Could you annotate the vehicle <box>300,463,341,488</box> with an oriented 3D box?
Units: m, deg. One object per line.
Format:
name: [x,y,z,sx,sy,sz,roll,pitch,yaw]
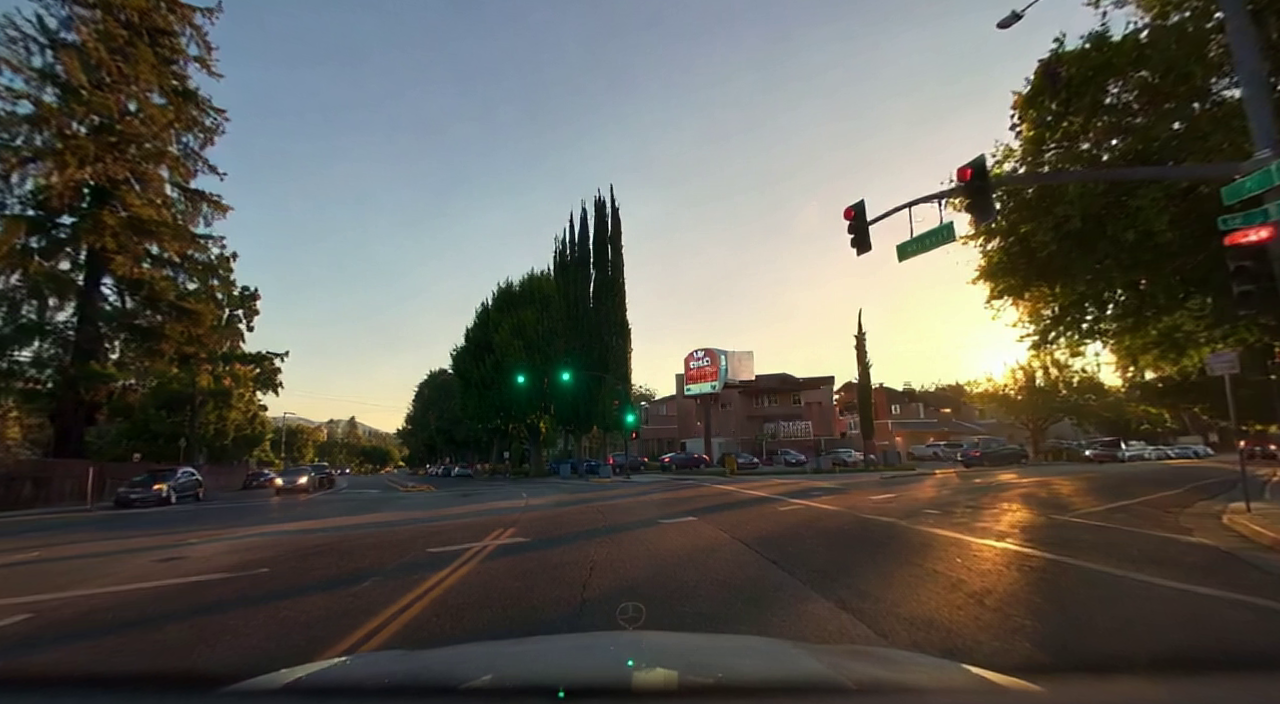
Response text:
vehicle: [-22.273,8.601,44.134,1.961,1.492,4.702,3,-9,-20]

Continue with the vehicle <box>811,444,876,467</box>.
vehicle: [15.381,7.797,47.639,4.530,1.696,1.979,4,-10,-26]

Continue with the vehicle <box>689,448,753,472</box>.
vehicle: [6.130,8.155,47.877,4.375,1.685,2.045,4,-9,-24]

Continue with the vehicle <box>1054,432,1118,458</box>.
vehicle: [32.987,6.868,46.550,4.781,1.849,2.355,6,-11,-36]

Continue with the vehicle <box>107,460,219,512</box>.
vehicle: [-19.527,5.435,26.104,2.124,1.793,4.709,3,-9,-17]
